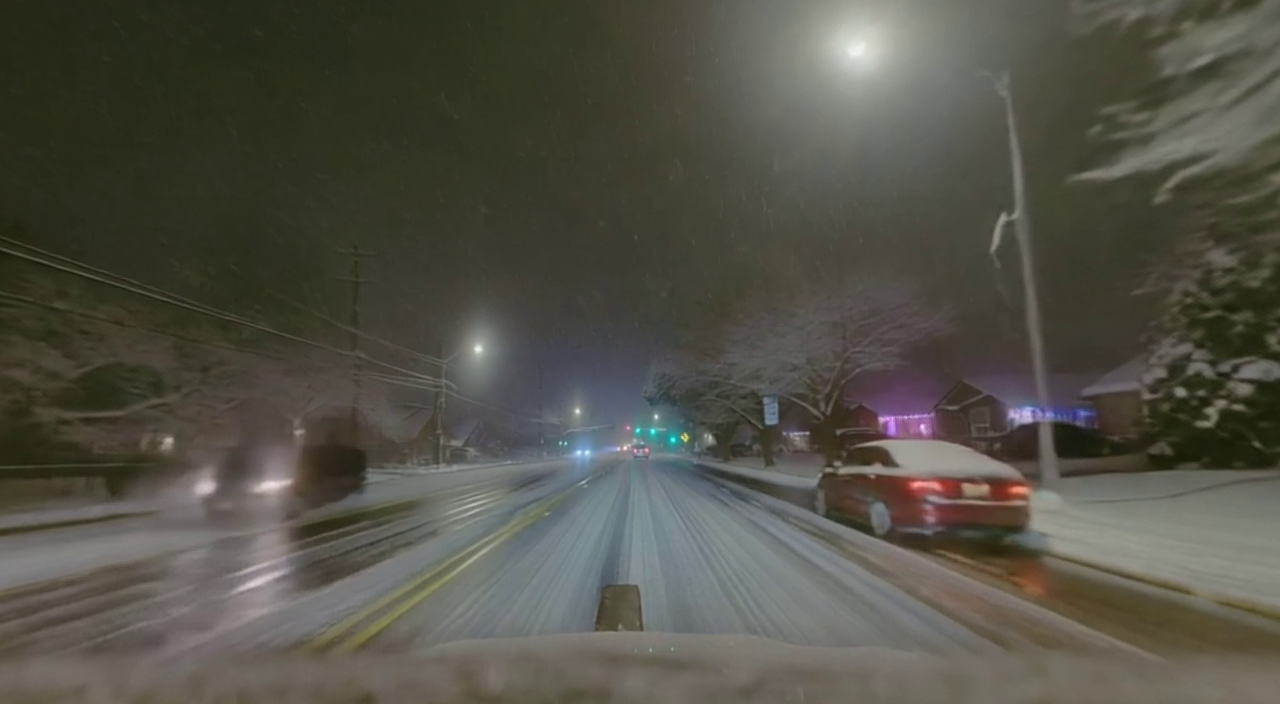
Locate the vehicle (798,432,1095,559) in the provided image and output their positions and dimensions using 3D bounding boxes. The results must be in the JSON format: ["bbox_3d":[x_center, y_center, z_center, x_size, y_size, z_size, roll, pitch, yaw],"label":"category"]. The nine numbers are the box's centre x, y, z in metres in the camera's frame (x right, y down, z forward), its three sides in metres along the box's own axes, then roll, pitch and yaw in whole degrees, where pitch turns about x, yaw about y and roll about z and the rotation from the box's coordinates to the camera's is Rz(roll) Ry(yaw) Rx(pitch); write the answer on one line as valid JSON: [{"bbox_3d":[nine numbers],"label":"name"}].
[{"bbox_3d":[4.518,2.207,10.720,2.154,1.550,5.785,0,-8,0],"label":"vehicle"}]

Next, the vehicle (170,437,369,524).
[{"bbox_3d":[-7.801,2.704,13.802,1.867,1.603,3.983,0,-8,1],"label":"vehicle"}]

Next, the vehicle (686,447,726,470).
[{"bbox_3d":[4.482,7.280,43.418,1.968,1.467,5.107,0,-8,-3],"label":"vehicle"}]

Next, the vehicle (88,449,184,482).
[{"bbox_3d":[-26.513,5.960,33.184,3.527,1.415,1.748,-2,-8,-5],"label":"vehicle"}]
